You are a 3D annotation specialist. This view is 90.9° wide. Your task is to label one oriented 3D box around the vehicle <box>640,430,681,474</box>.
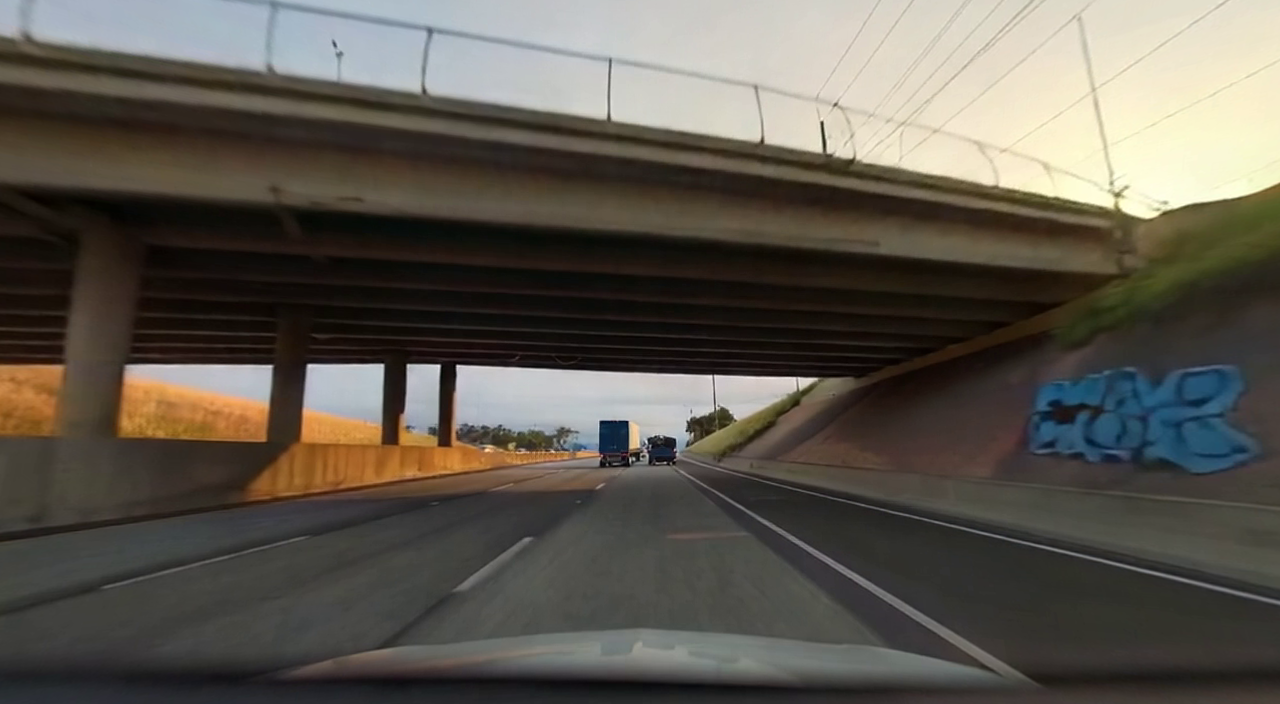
[{"bbox_3d":[1.231,6.471,41.008,2.462,2.627,5.799,0,-9,0],"label":"vehicle"}]
